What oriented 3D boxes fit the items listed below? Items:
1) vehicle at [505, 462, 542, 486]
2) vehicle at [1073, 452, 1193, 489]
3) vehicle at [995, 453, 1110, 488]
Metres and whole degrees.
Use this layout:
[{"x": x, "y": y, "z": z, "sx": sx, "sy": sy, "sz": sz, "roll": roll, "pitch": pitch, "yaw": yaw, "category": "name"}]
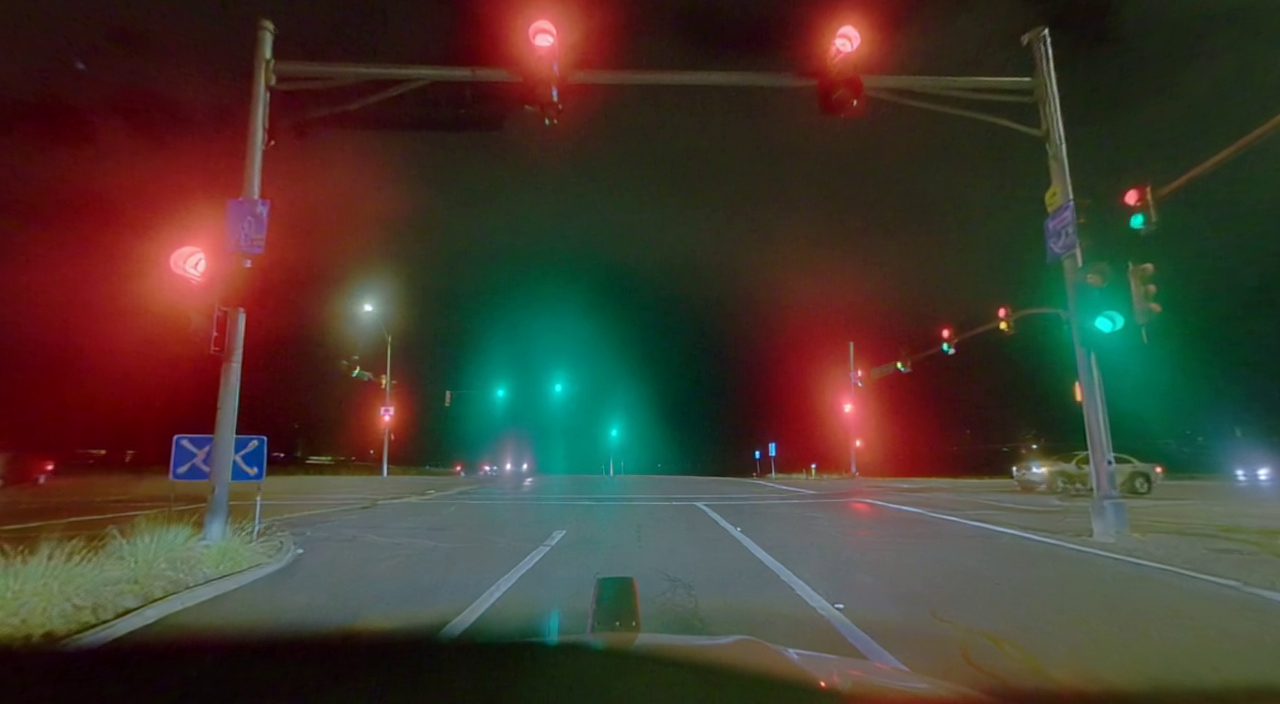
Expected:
[{"x": -8.965, "y": 9.411, "z": 48.720, "sx": 2.045, "sy": 1.608, "sz": 3.709, "roll": 0, "pitch": -8, "yaw": 2, "category": "vehicle"}, {"x": 22.702, "y": 5.456, "z": 29.098, "sx": 3.998, "sy": 1.590, "sz": 1.936, "roll": 1, "pitch": -11, "yaw": -6, "category": "vehicle"}, {"x": 21.202, "y": 6.130, "z": 32.509, "sx": 4.455, "sy": 1.647, "sz": 2.124, "roll": 1, "pitch": -12, "yaw": -6, "category": "vehicle"}]
